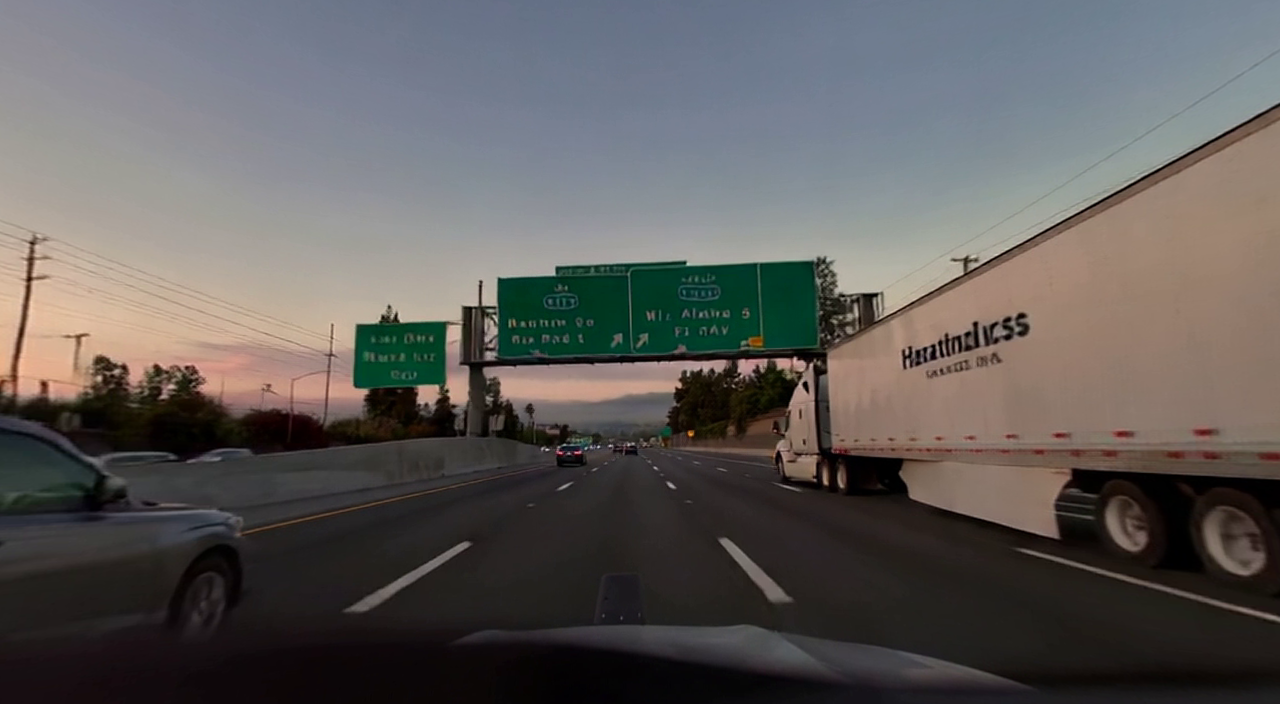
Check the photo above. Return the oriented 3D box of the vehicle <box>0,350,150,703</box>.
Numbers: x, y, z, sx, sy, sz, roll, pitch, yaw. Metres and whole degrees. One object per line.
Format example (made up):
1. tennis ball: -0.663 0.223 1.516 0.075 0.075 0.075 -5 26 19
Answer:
1. vehicle: -3.973 0.586 1.359 2.084 1.634 4.693 0 -9 -1

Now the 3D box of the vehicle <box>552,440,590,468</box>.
1. vehicle: -4.387 6.561 40.733 2.027 1.651 4.099 0 -9 0

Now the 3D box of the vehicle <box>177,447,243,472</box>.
1. vehicle: -25.656 6.418 37.843 1.550 1.378 3.425 0 -9 -1

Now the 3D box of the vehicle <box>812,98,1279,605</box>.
1. vehicle: 6.745 0.838 10.845 2.919 4.195 15.833 0 -9 -1

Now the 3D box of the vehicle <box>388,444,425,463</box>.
1. vehicle: -18.020 7.847 48.949 1.554 1.383 3.328 0 -9 0
